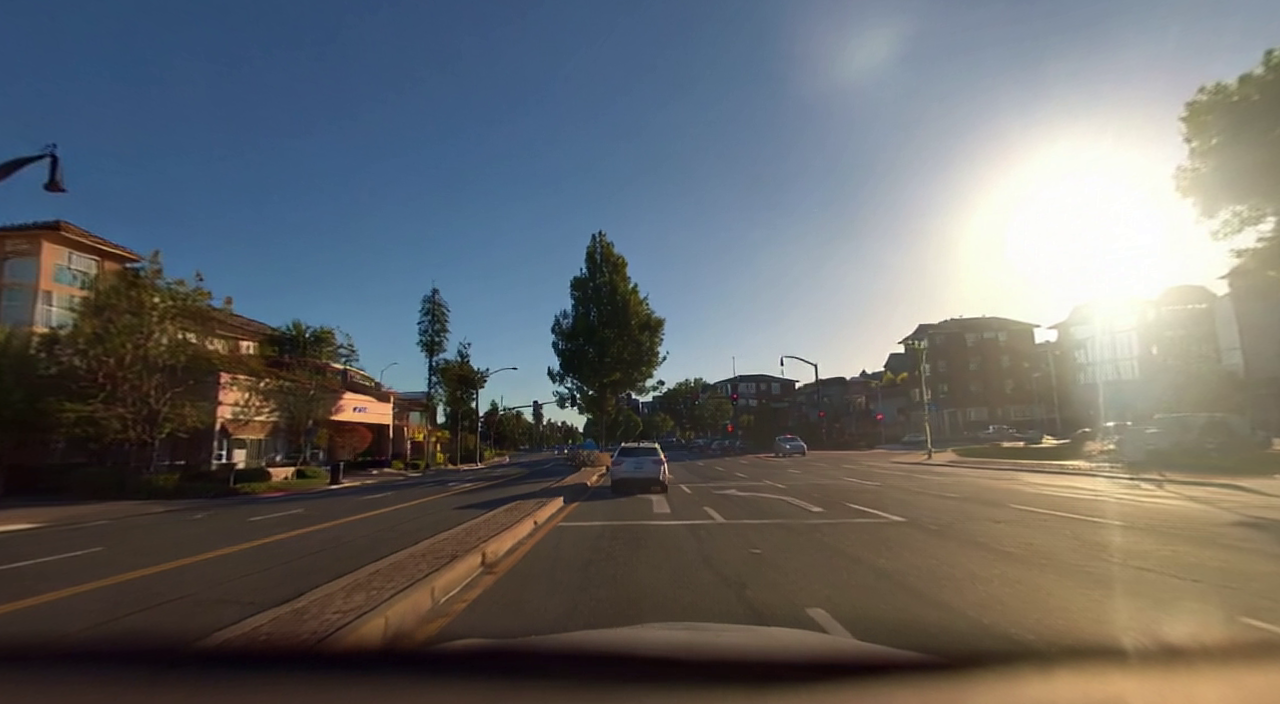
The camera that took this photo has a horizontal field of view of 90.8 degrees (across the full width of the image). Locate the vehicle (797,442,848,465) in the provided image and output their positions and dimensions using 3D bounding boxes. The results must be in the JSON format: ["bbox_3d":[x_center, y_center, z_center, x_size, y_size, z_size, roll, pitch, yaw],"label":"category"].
[{"bbox_3d":[12.652,7.070,44.145,2.059,1.482,4.568,0,-9,-1],"label":"vehicle"}]

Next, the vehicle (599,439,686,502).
[{"bbox_3d":[0.038,3.106,17.014,2.064,1.477,3.968,0,-9,-1],"label":"vehicle"}]
